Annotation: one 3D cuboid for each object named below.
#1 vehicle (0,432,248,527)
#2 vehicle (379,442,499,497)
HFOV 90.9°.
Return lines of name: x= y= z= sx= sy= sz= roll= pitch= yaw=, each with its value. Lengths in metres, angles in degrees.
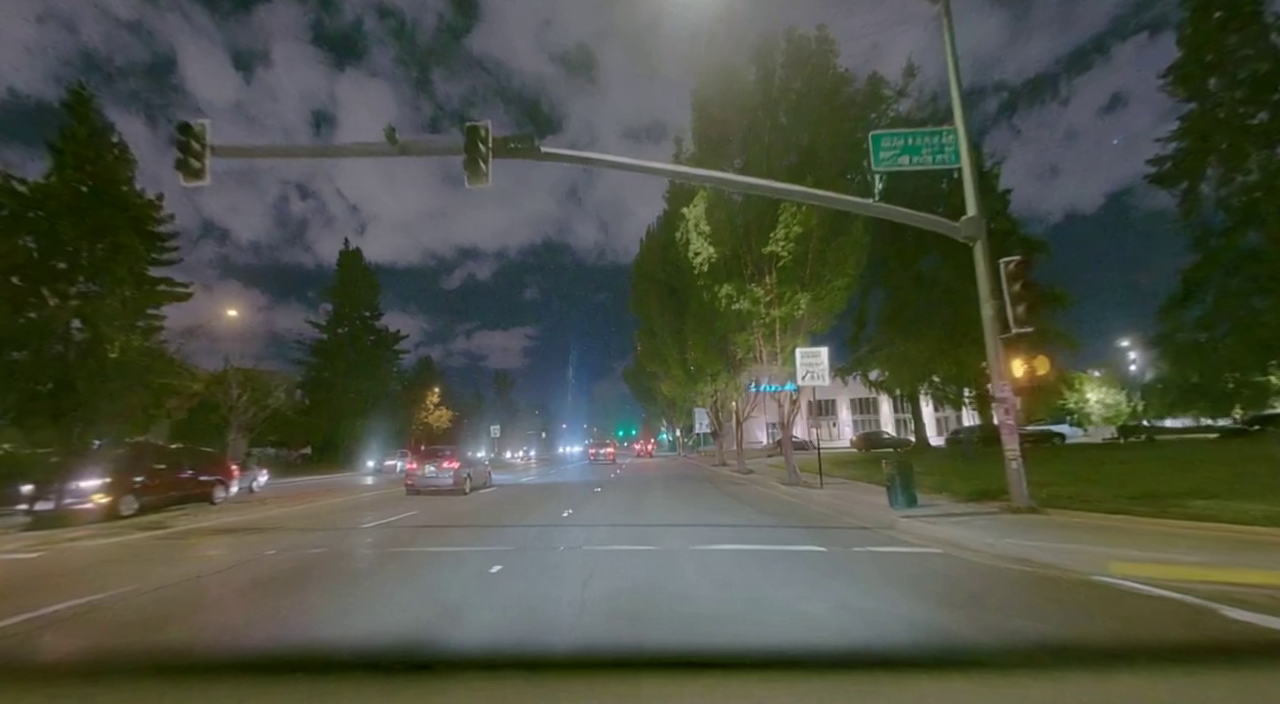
vehicle: x=-11.008 y=2.660 z=13.728 sx=2.027 sy=1.707 sz=4.372 roll=0 pitch=-8 yaw=1
vehicle: x=-5.787 y=3.406 z=18.780 sx=2.072 sy=1.427 sz=4.328 roll=0 pitch=-8 yaw=1
